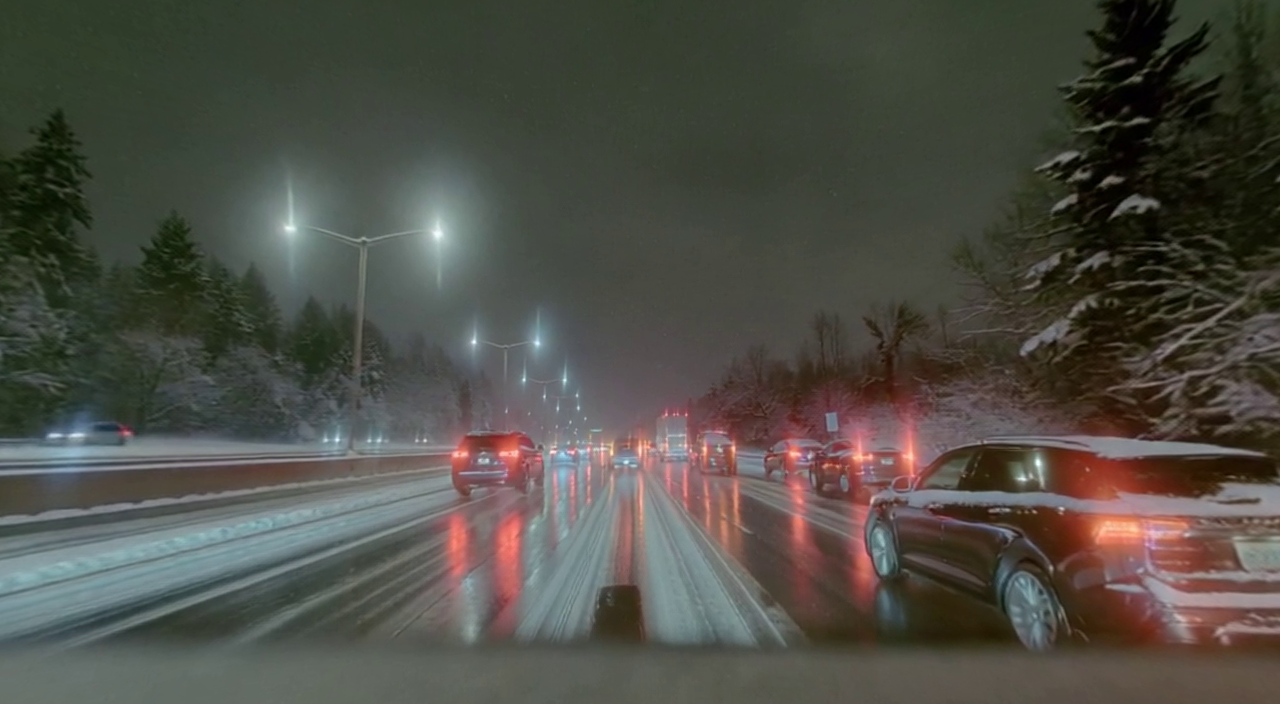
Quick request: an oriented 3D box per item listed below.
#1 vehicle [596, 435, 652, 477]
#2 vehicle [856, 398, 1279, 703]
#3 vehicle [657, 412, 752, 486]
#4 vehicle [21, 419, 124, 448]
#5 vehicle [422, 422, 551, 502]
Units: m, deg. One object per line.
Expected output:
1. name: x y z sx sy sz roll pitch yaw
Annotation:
1. vehicle: -0.687 4.553 27.673 2.235 1.682 4.094 0 -9 -1
2. vehicle: 3.187 1.214 4.063 2.031 1.504 4.327 0 -9 0
3. vehicle: 3.017 5.231 34.290 3.426 3.279 12.313 0 -8 -2
4. vehicle: -31.916 4.664 35.576 1.974 1.531 4.193 1 -9 -2
5. vehicle: -3.795 2.840 16.603 2.176 1.783 4.799 0 -9 0
